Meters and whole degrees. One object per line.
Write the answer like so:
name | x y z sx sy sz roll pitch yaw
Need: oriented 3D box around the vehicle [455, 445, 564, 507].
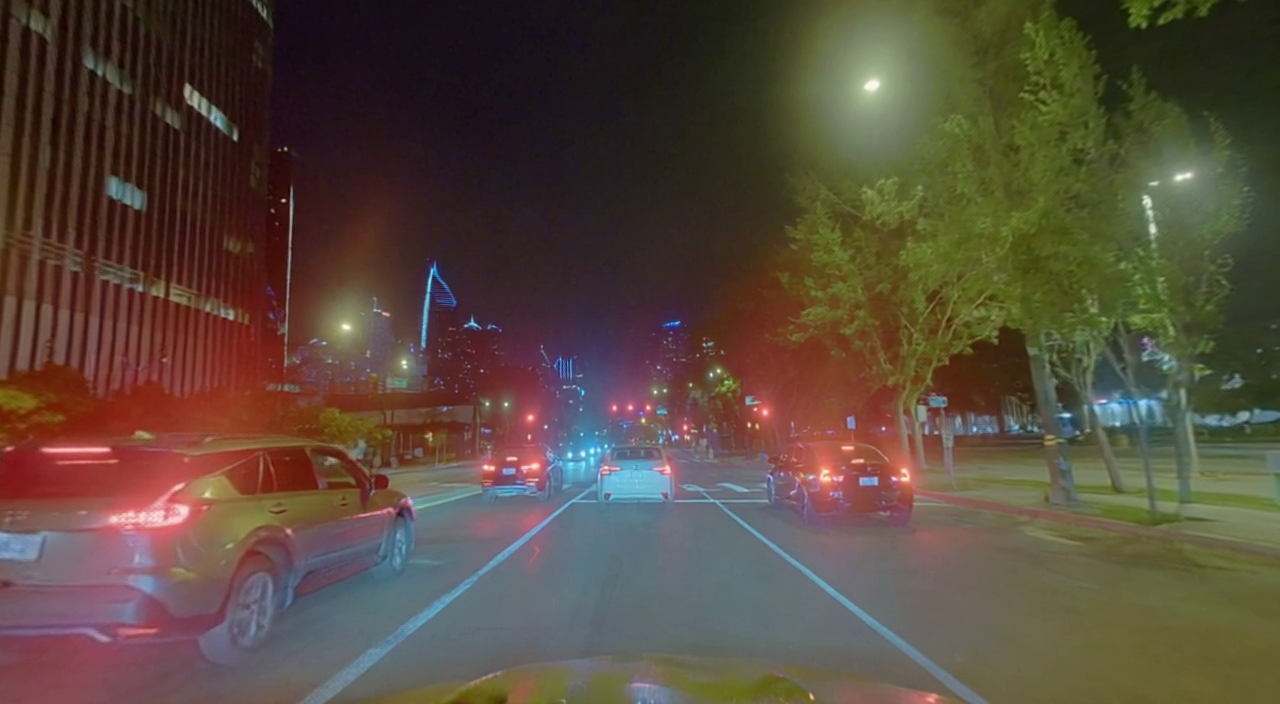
vehicle | -3.394 3.283 17.258 2.002 1.465 4.098 -1 -8 2

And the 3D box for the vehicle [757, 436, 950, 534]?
vehicle | 3.706 2.382 11.976 1.990 1.486 4.431 0 -8 -2

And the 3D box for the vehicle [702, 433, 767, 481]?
vehicle | 4.186 4.789 28.986 2.142 1.957 5.443 0 -8 0

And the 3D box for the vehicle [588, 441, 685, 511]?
vehicle | -0.138 2.974 15.669 2.101 1.480 3.929 0 -8 -2

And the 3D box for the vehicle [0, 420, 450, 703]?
vehicle | -3.315 1.403 5.236 2.038 1.481 4.379 0 -8 1
